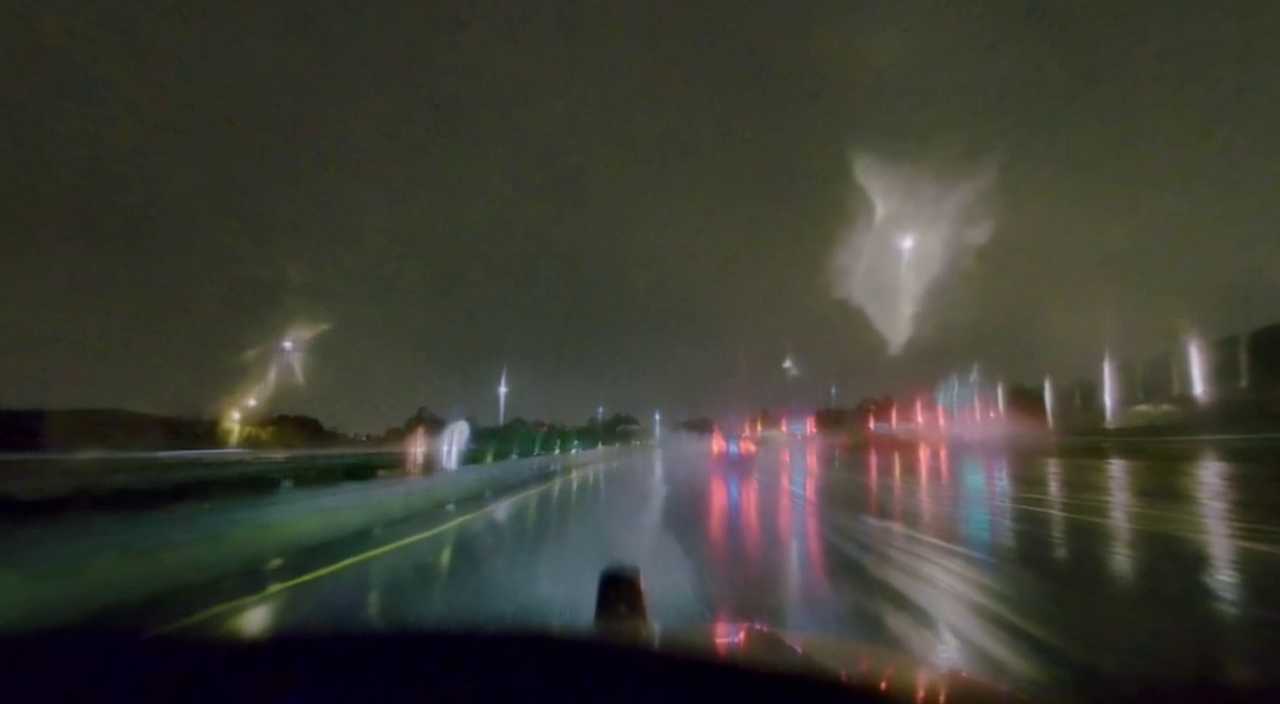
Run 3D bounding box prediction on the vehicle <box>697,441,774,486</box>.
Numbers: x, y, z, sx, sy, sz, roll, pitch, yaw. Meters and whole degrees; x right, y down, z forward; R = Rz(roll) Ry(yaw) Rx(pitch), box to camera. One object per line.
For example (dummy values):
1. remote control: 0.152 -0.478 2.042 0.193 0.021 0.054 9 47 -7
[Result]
1. vehicle: 3.239 3.870 22.186 2.124 1.405 4.398 0 -8 1
